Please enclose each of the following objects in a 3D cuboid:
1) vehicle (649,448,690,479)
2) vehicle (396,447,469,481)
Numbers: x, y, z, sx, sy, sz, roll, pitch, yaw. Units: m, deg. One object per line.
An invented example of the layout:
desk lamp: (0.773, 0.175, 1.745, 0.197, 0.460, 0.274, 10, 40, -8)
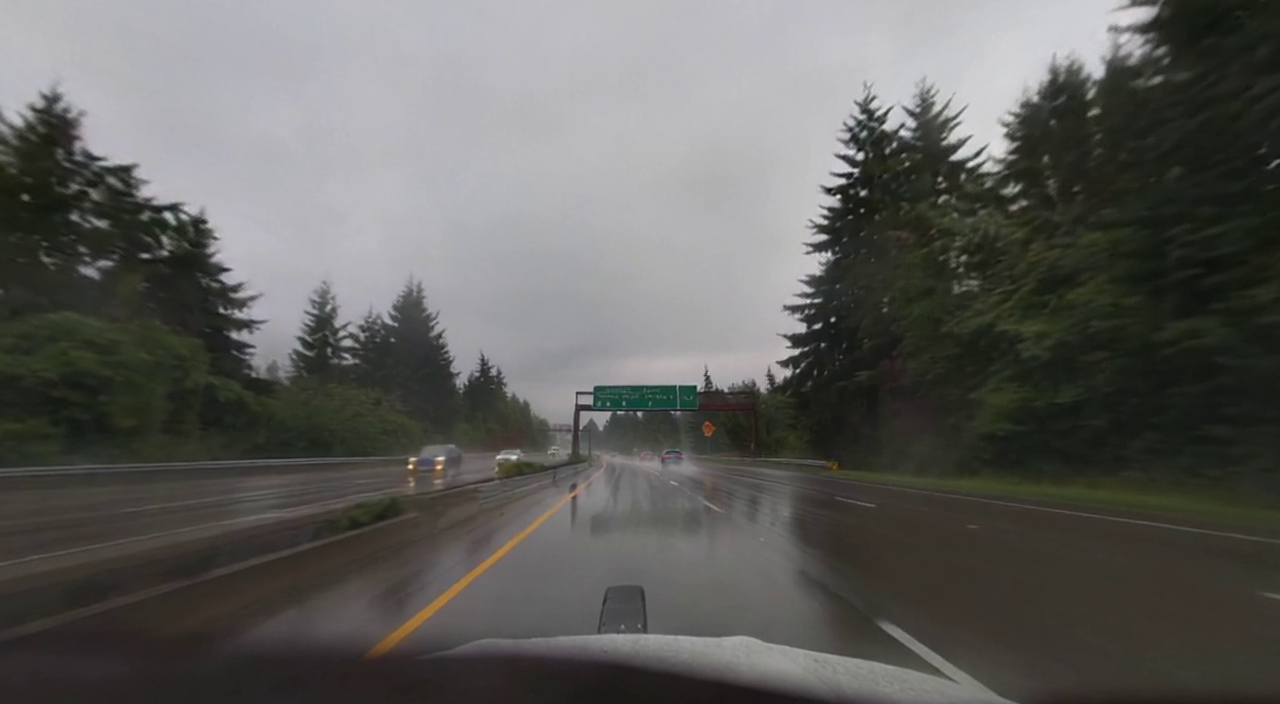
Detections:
vehicle: (1.516, 5.966, 33.997, 2.011, 1.590, 3.607, 0, -9, -1)
vehicle: (-10.102, 5.478, 31.081, 2.006, 1.516, 4.784, 0, -9, -1)
